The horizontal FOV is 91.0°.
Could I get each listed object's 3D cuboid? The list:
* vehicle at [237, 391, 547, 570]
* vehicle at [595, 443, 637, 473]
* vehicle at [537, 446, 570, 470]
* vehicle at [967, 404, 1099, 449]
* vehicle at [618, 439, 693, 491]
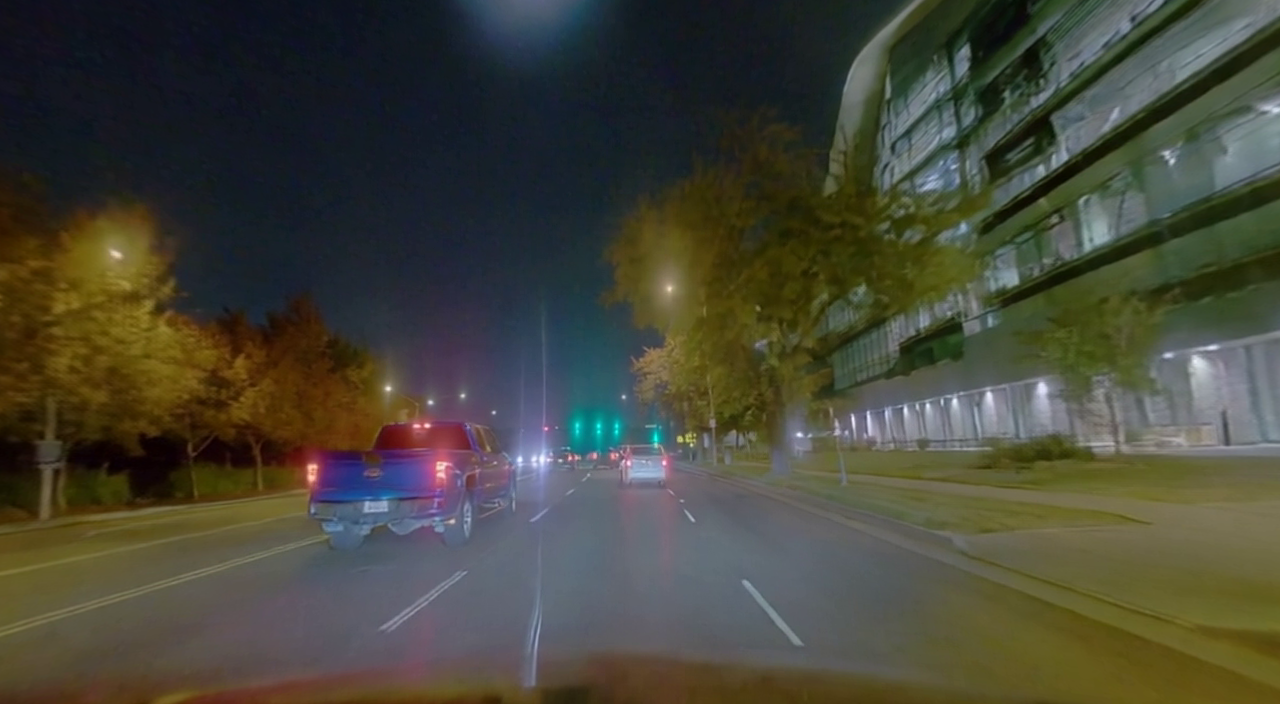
[{"bbox_3d":[-3.202,1.879,9.985,2.512,1.992,5.725,0,-9,1],"label":"vehicle"},{"bbox_3d":[-1.351,5.769,34.307,2.047,1.502,3.873,1,-9,-6],"label":"vehicle"},{"bbox_3d":[-5.650,6.915,41.064,2.018,1.458,4.350,1,-9,-8],"label":"vehicle"},{"bbox_3d":[22.264,4.338,36.069,6.027,2.377,2.245,-4,-10,26],"label":"vehicle"},{"bbox_3d":[0.395,3.683,20.798,2.142,1.528,4.133,1,-9,-3],"label":"vehicle"}]
